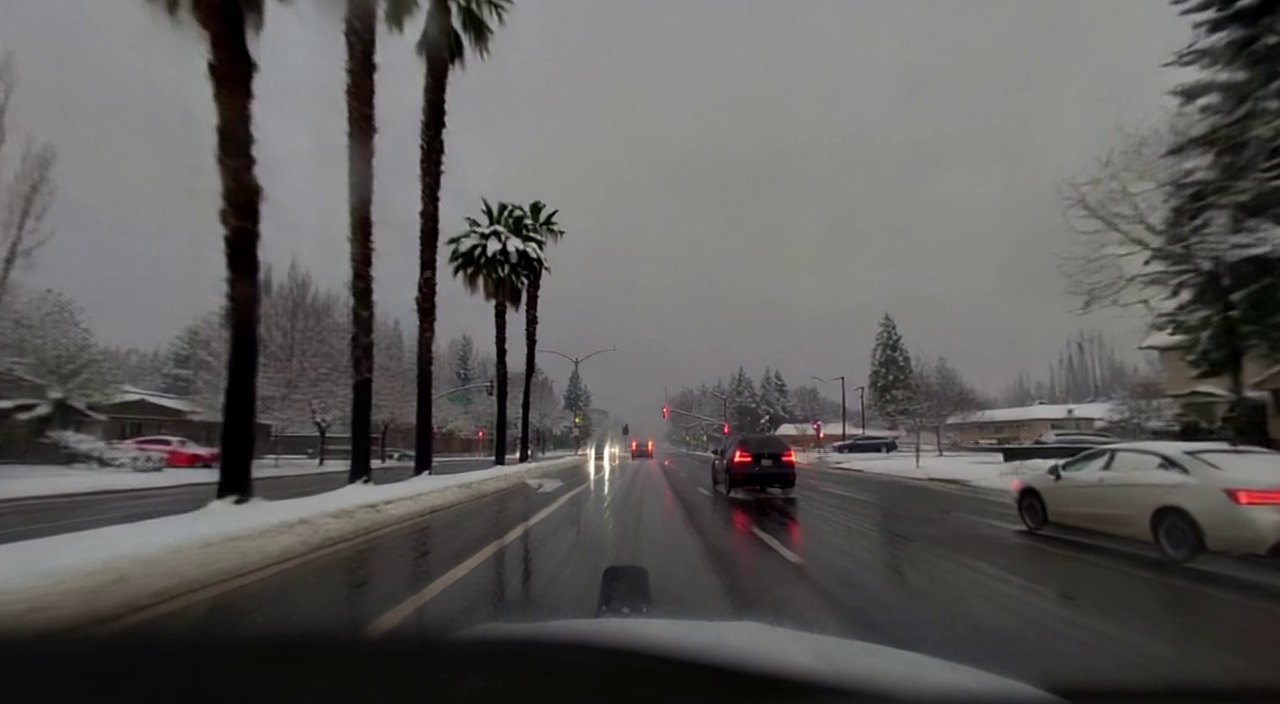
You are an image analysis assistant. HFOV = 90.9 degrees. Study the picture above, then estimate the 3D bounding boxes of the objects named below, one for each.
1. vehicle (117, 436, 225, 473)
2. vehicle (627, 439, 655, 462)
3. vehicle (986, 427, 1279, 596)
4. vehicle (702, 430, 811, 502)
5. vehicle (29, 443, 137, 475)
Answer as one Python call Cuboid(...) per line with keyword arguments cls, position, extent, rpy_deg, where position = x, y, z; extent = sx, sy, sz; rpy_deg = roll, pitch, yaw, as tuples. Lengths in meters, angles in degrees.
Cuboid(cls="vehicle", position=(-25.869, 5.664, 35.048), extent=(2.070, 1.856, 5.069), rpy_deg=(0, -9, 0))
Cuboid(cls="vehicle", position=(0.066, 7.741, 49.398), extent=(2.087, 1.709, 4.076), rpy_deg=(0, -8, 0))
Cuboid(cls="vehicle", position=(6.559, 1.739, 7.842), extent=(1.890, 1.471, 4.566), rpy_deg=(0, -8, 0))
Cuboid(cls="vehicle", position=(2.885, 2.934, 16.619), extent=(2.009, 1.639, 4.267), rpy_deg=(0, -8, 0))
Cuboid(cls="vehicle", position=(-30.931, 5.931, 35.218), extent=(1.898, 1.692, 4.455), rpy_deg=(0, -8, 0))
